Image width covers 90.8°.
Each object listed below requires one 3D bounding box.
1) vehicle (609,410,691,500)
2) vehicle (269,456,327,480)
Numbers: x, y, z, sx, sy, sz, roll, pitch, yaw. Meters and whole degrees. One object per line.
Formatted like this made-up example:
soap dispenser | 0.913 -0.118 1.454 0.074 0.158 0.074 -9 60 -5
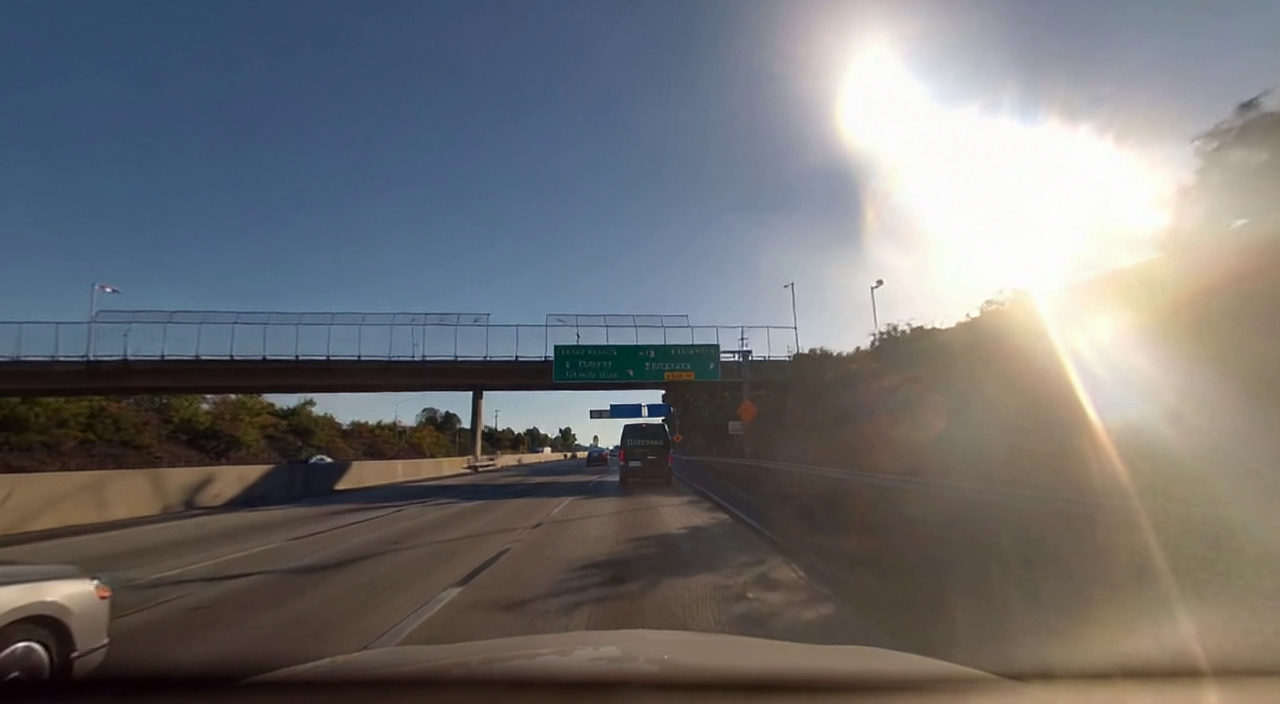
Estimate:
vehicle | 0.183 3.350 20.750 2.332 2.558 5.314 0 -9 -2
vehicle | -23.704 8.043 43.920 1.864 1.470 3.888 0 -9 0
